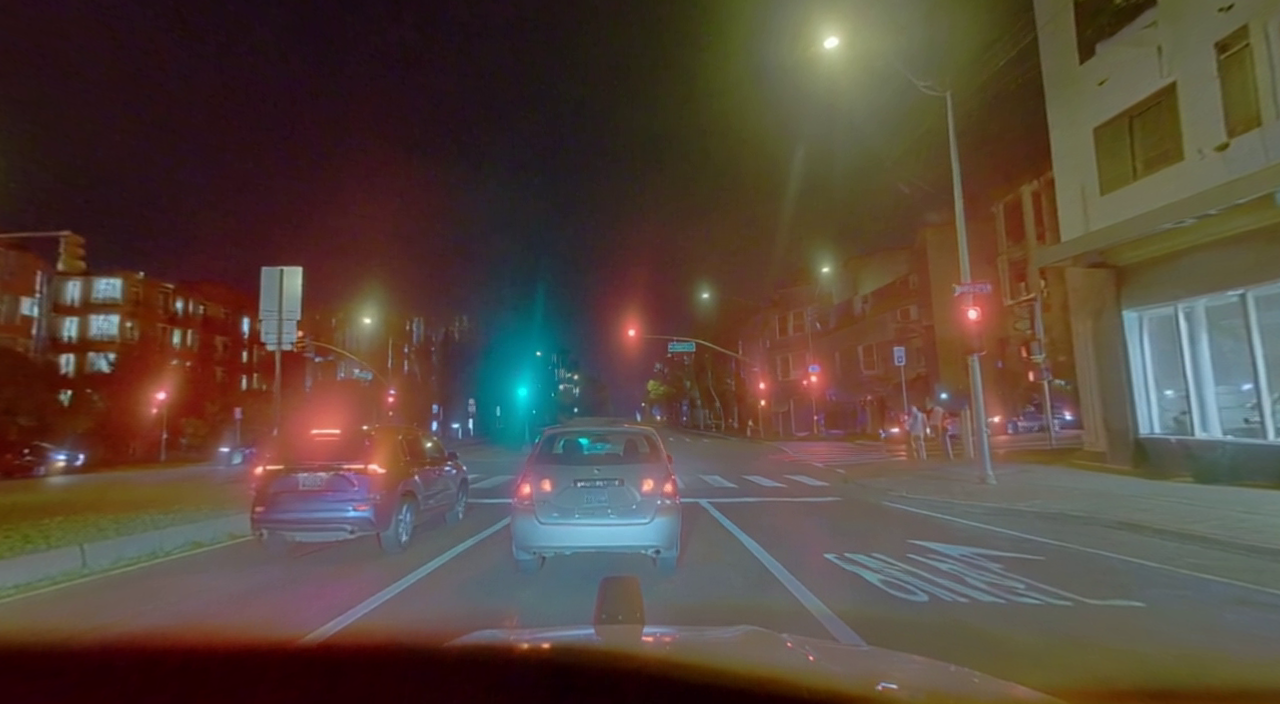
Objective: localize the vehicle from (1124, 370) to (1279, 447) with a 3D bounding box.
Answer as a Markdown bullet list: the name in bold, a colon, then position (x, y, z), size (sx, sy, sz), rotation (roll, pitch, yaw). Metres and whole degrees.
- **vehicle**: position (21.704, 2.166, 23.526), size (5.756, 2.653, 2.403), rotation (1, -8, -11)

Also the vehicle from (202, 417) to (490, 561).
- **vehicle**: position (-3.697, 1.806, 9.063), size (1.934, 1.522, 4.464), rotation (0, -8, 1)

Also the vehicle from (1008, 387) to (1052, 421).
- **vehicle**: position (27.028, 3.653, 43.670), size (2.152, 1.993, 5.078), rotation (-6, -10, 34)

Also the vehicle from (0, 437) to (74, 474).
- **vehicle**: position (-32.413, 5.337, 32.618), size (4.280, 1.857, 2.136), rotation (0, -8, 1)

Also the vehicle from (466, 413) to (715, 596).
- **vehicle**: position (-0.429, 1.570, 7.326), size (2.082, 1.520, 3.896), rotation (0, -8, -1)

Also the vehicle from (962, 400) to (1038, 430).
- **vehicle**: position (21.147, 3.738, 37.056), size (5.017, 1.542, 2.055), rotation (7, -11, -38)

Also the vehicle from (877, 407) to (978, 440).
- **vehicle**: position (15.113, 3.787, 33.168), size (4.775, 1.604, 1.915), rotation (3, -9, -20)

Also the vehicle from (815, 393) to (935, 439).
- **vehicle**: position (13.773, 3.829, 37.040), size (6.541, 2.480, 2.259), rotation (3, -9, -19)
